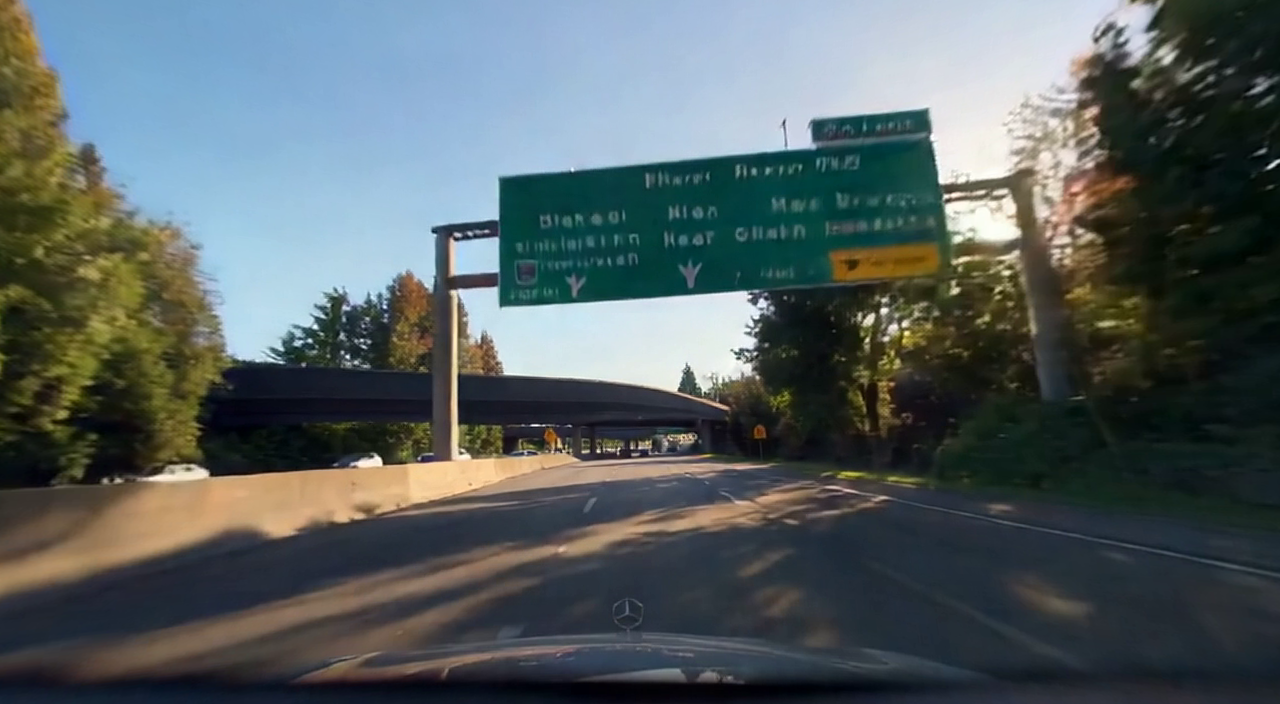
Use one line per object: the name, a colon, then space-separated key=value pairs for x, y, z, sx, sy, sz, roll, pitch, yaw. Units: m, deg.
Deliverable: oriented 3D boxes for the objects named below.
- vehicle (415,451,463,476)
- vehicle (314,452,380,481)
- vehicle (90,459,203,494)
vehicle: x=-14.374 y=7.954 z=45.337 sx=1.983 sy=1.652 sz=4.376 roll=0 pitch=-9 yaw=0
vehicle: x=-18.230 y=7.133 z=39.447 sx=1.914 sy=1.619 sz=4.491 roll=0 pitch=-9 yaw=0
vehicle: x=-23.687 y=5.956 z=30.495 sx=1.895 sy=1.465 sz=4.538 roll=0 pitch=-9 yaw=-2
